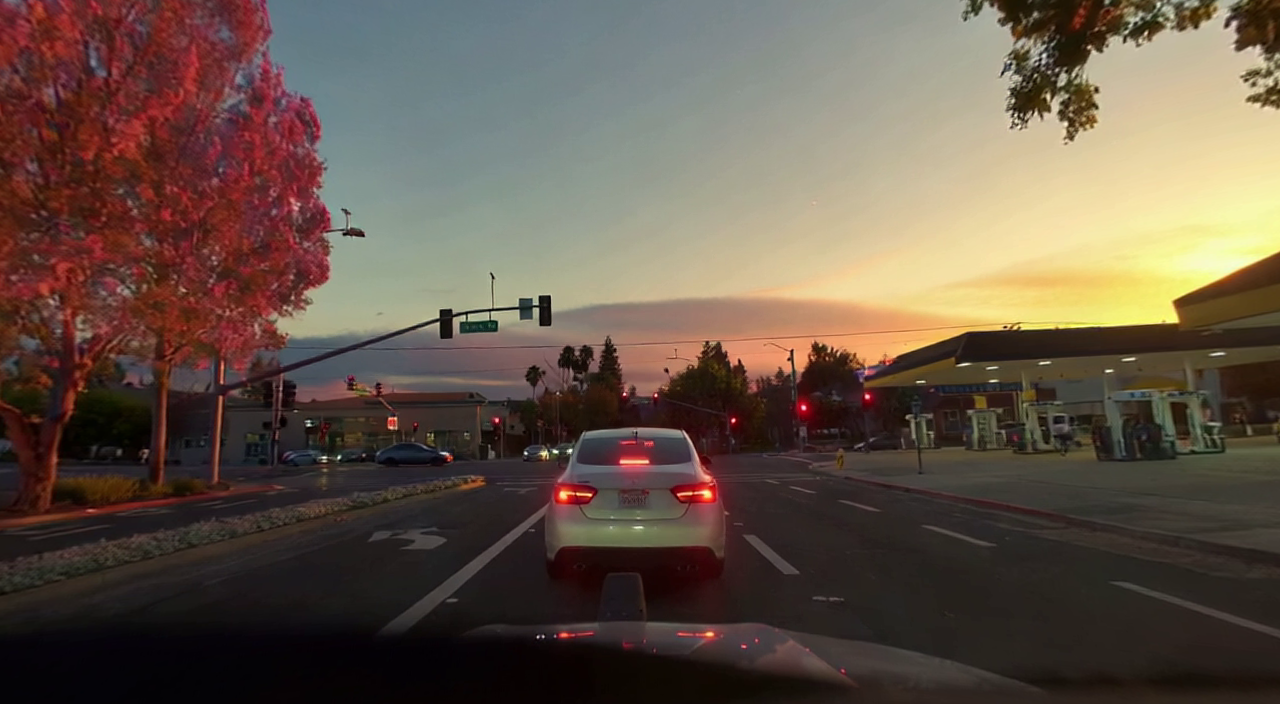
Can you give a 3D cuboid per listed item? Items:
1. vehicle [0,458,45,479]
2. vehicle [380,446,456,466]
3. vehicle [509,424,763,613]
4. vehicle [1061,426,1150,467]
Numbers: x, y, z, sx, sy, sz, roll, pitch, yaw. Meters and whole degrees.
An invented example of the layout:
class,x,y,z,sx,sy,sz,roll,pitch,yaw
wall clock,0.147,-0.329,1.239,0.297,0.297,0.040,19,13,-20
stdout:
class,x,y,z,sx,sy,sz,roll,pitch,yaw
vehicle,-44.916,8.180,44.335,4.380,1.409,1.841,-1,-8,6
vehicle,-16.212,7.601,46.101,4.813,1.455,1.889,-1,-8,4
vehicle,-0.051,1.623,7.104,2.010,1.482,4.057,0,-8,0
vehicle,18.549,3.746,25.052,4.091,1.495,2.053,8,-12,-44
